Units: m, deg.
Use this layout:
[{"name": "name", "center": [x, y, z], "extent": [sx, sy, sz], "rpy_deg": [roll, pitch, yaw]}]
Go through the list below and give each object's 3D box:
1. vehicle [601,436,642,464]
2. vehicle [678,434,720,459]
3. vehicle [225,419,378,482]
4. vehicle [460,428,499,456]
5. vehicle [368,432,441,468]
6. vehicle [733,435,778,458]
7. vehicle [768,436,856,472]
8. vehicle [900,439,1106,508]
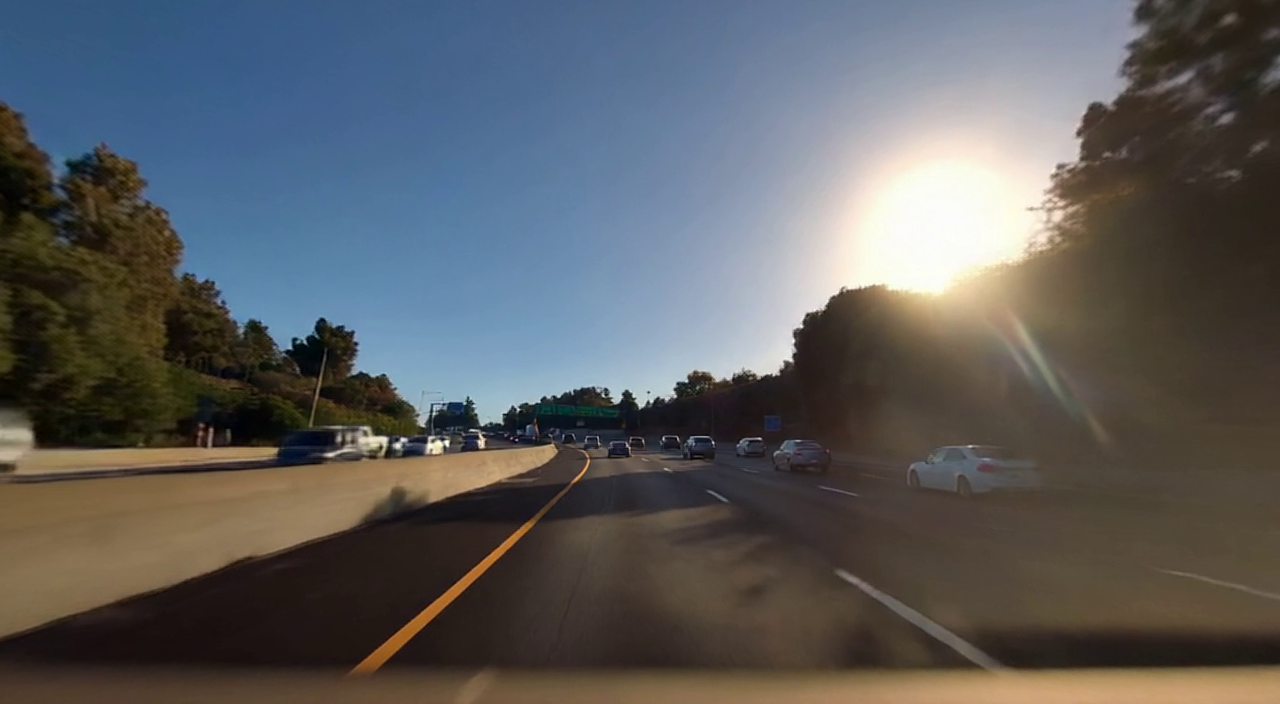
[{"name": "vehicle", "center": [-1.130, 5.604, 36.314], "extent": [2.090, 1.510, 4.280], "rpy_deg": [1, -8, -4]}, {"name": "vehicle", "center": [4.009, 6.509, 43.612], "extent": [2.094, 1.652, 3.955], "rpy_deg": [1, -8, -6]}, {"name": "vehicle", "center": [-10.048, 2.979, 19.292], "extent": [2.174, 1.654, 4.680], "rpy_deg": [1, -8, -2]}, {"name": "vehicle", "center": [-11.915, 6.730, 47.218], "extent": [2.064, 1.918, 4.078], "rpy_deg": [1, -8, -4]}, {"name": "vehicle", "center": [-10.434, 4.391, 28.380], "extent": [1.844, 1.451, 4.488], "rpy_deg": [1, -8, -4]}, {"name": "vehicle", "center": [8.733, 7.207, 48.254], "extent": [2.056, 1.609, 4.761], "rpy_deg": [1, -8, -6]}, {"name": "vehicle", "center": [7.671, 4.619, 28.755], "extent": [2.196, 1.494, 4.735], "rpy_deg": [1, -8, -7]}, {"name": "vehicle", "center": [8.288, 2.788, 15.029], "extent": [2.042, 1.390, 4.386], "rpy_deg": [1, -8, -4]}]
